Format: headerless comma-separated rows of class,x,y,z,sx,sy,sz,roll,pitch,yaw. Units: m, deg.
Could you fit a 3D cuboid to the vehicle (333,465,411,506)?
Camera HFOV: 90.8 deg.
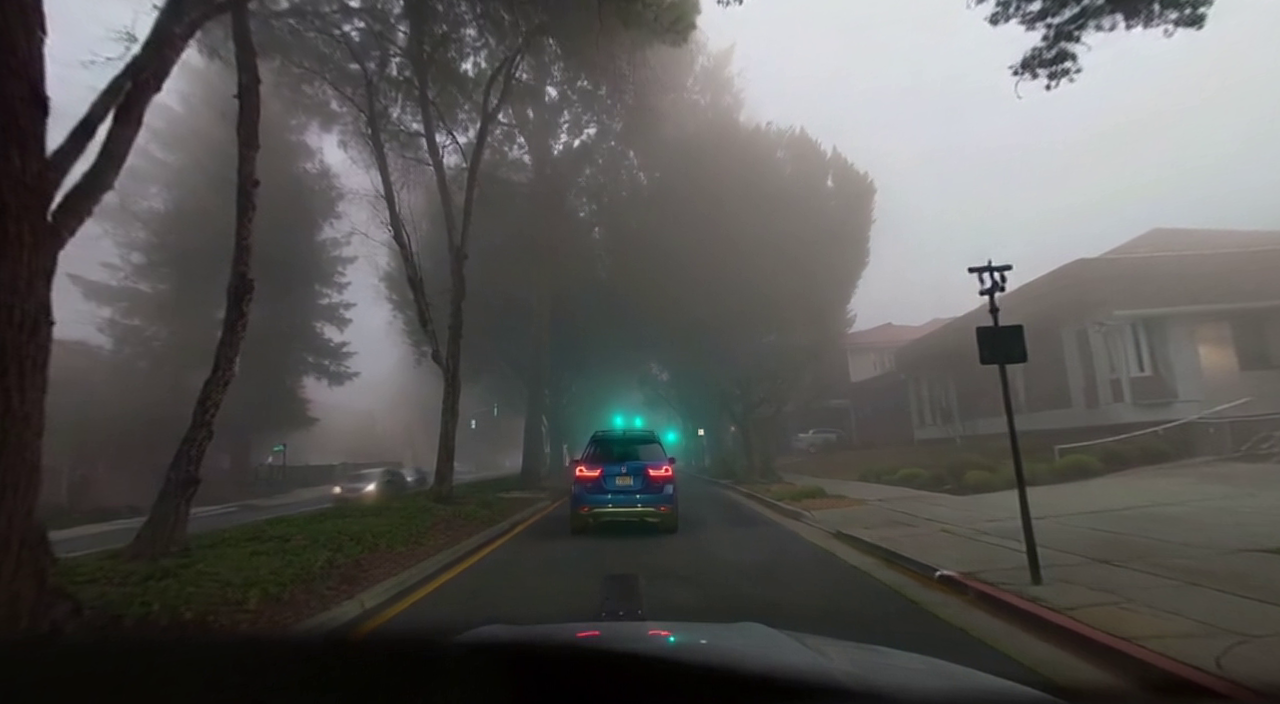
vehicle,-12.178,6.069,29.036,1.714,1.578,4.218,0,-9,0

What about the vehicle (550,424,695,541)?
vehicle,-0.274,2.228,11.344,2.136,1.703,3.910,0,-9,-1
